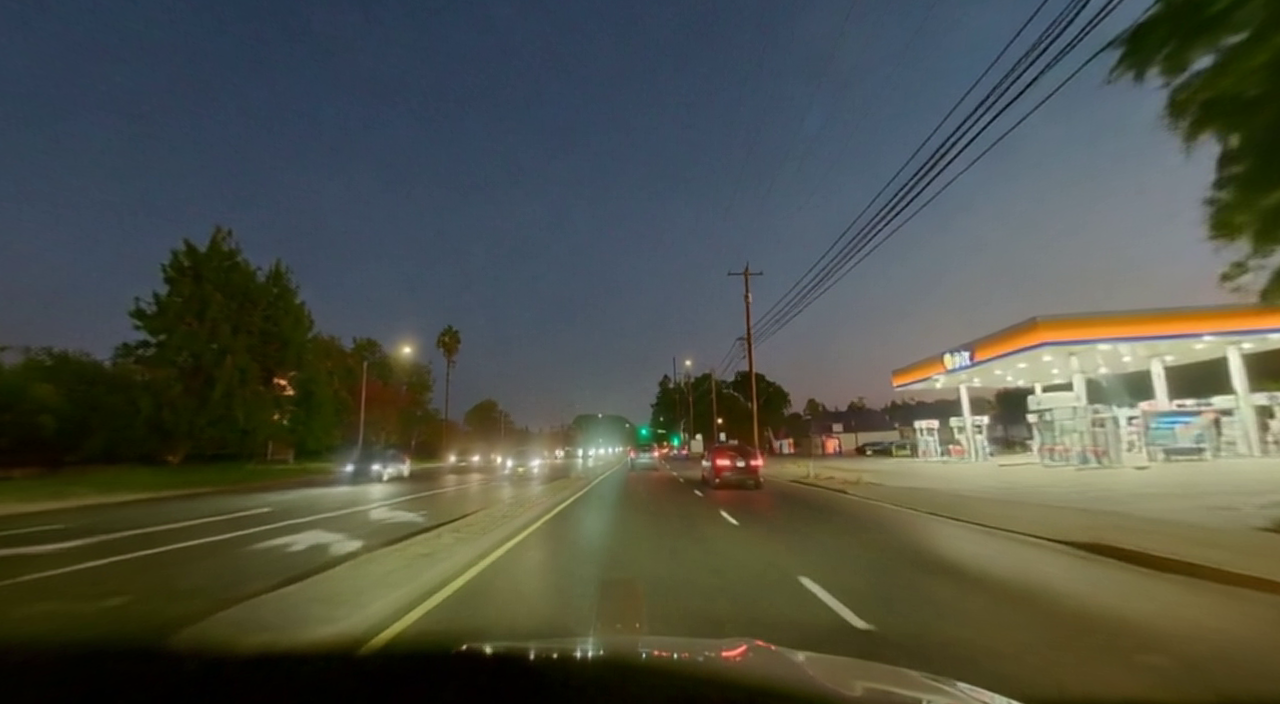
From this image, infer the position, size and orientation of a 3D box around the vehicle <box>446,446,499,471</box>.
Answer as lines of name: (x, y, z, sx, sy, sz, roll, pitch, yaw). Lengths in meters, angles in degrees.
vehicle: (-11.322, 7.234, 43.025, 2.186, 1.607, 4.488, -1, -9, 2)

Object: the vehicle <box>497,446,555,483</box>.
vehicle: (-4.846, 4.845, 27.351, 1.816, 1.484, 3.629, -1, -9, 0)

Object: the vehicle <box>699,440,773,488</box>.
vehicle: (3.495, 4.187, 23.849, 1.990, 1.592, 4.294, 0, -9, -1)

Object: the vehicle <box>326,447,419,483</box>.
vehicle: (-12.360, 5.243, 29.601, 2.264, 1.515, 4.718, -1, -9, 1)

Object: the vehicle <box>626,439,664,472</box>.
vehicle: (0.275, 6.197, 37.761, 2.163, 1.825, 4.073, -1, -9, 0)
